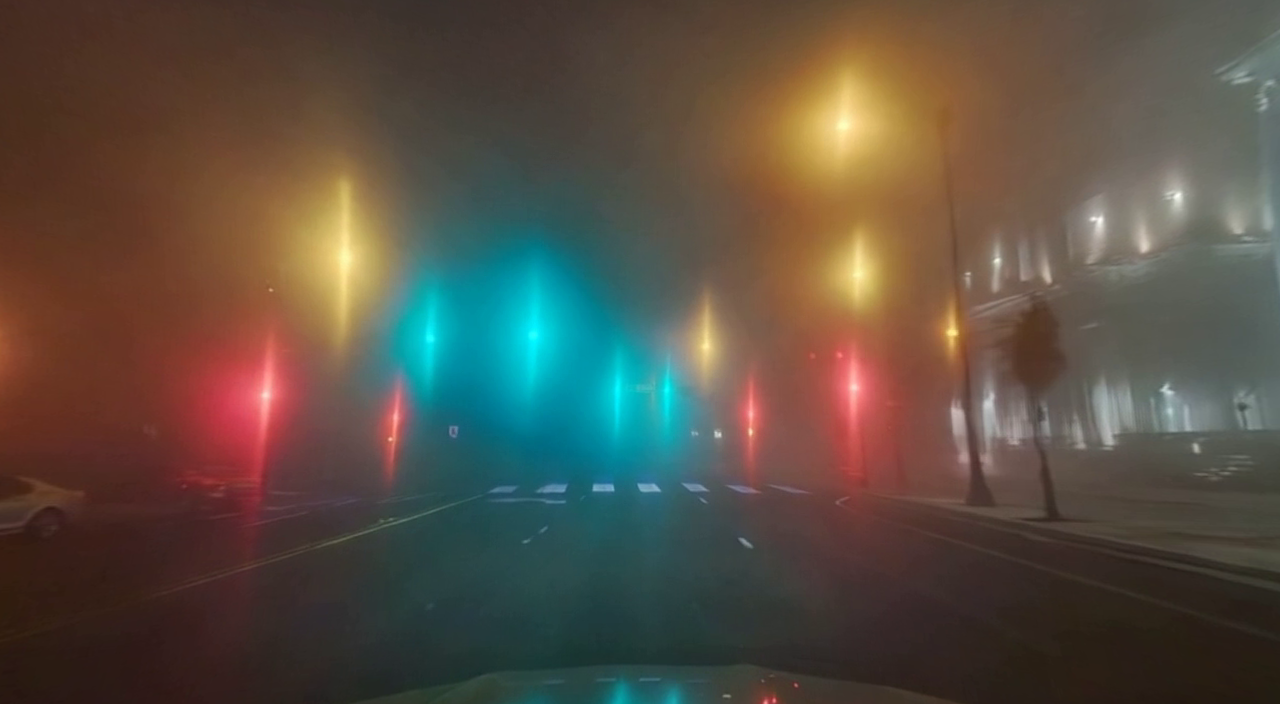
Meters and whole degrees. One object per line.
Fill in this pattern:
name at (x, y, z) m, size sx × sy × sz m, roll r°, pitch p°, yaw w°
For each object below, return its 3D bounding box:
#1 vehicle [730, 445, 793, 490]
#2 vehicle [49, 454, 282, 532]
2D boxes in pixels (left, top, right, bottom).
vehicle at (4.452, 4.259, 23.738) m, size 2.085 × 1.530 × 4.125 m, roll -1°, pitch -9°, yaw 8°
vehicle at (-12.381, 3.658, 17.165) m, size 2.011 × 1.668 × 5.474 m, roll 0°, pitch -8°, yaw 1°
